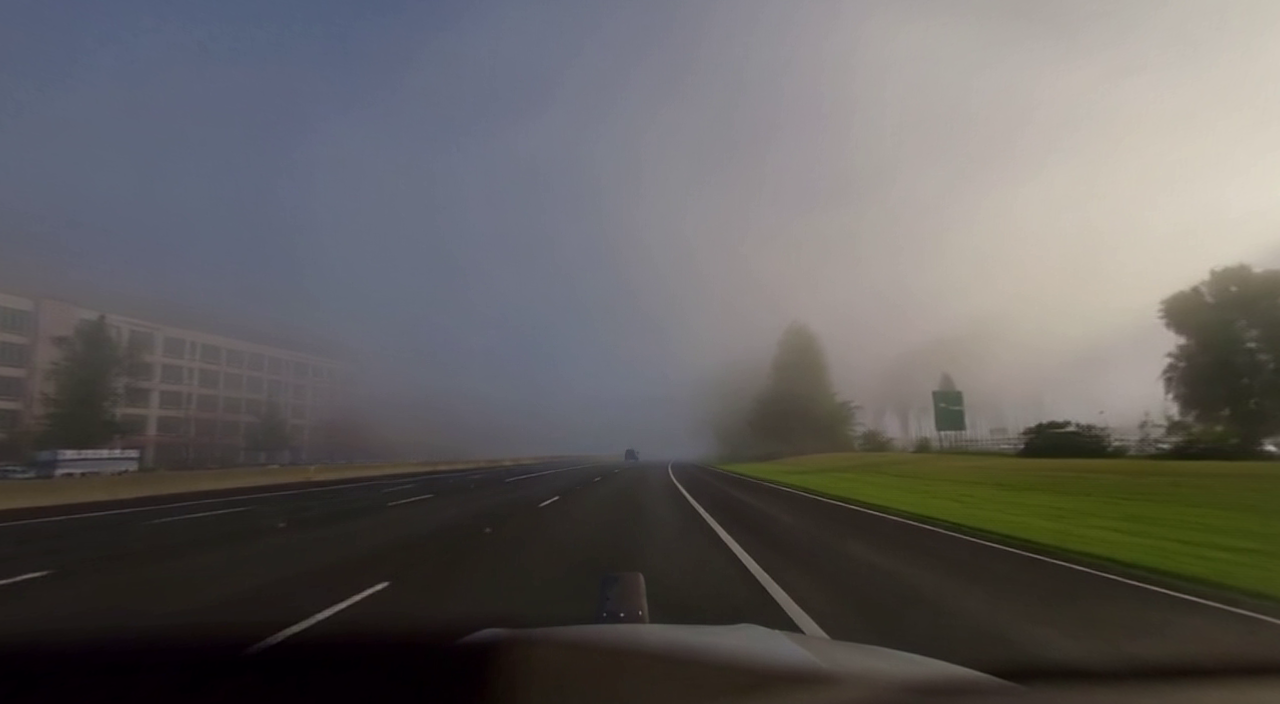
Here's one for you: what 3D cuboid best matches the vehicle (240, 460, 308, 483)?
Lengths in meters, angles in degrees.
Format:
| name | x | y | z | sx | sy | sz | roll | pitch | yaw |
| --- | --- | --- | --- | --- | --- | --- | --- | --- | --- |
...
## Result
| name | x | y | z | sx | sy | sz | roll | pitch | yaw |
| --- | --- | --- | --- | --- | --- | --- | --- | --- | --- |
| vehicle | -28.892 | 9.423 | 49.920 | 1.855 | 1.606 | 4.190 | -5 | -10 | 28 |
